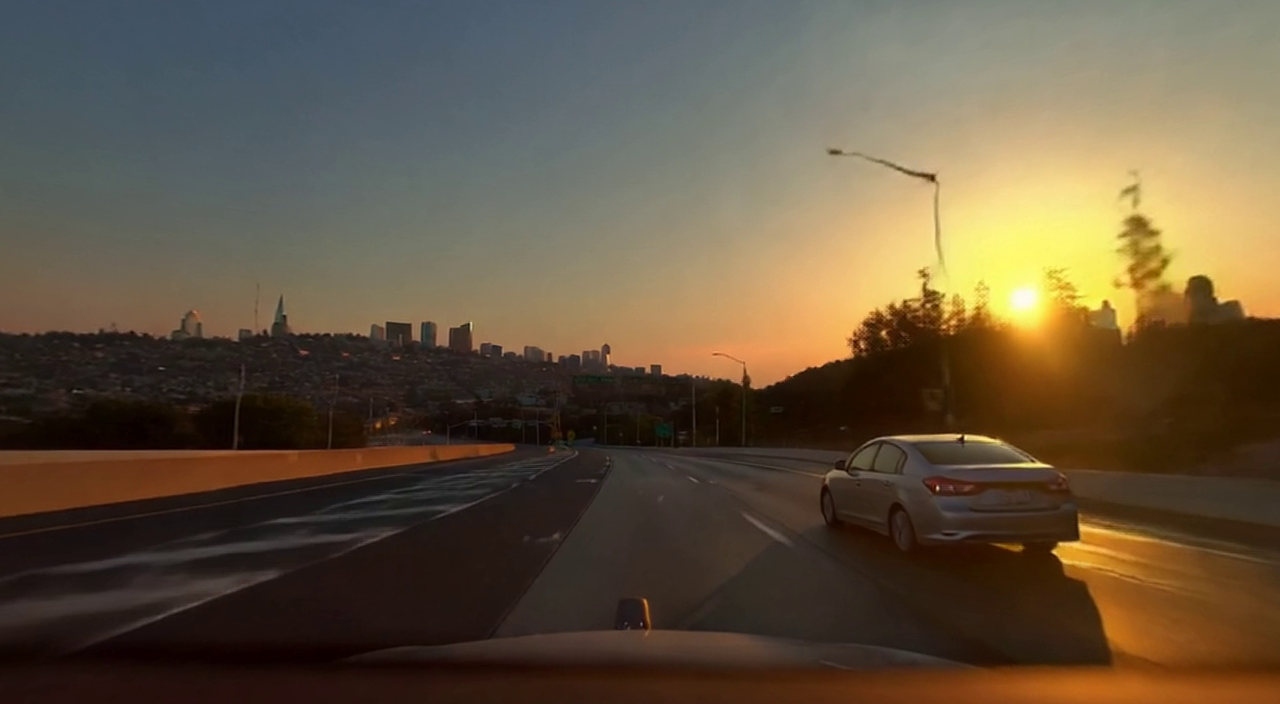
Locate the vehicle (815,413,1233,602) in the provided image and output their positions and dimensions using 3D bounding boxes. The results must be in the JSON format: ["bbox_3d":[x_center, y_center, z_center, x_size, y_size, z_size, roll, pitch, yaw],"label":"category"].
[{"bbox_3d":[3.919,1.663,7.748,2.104,1.575,4.698,0,-8,-1],"label":"vehicle"}]
